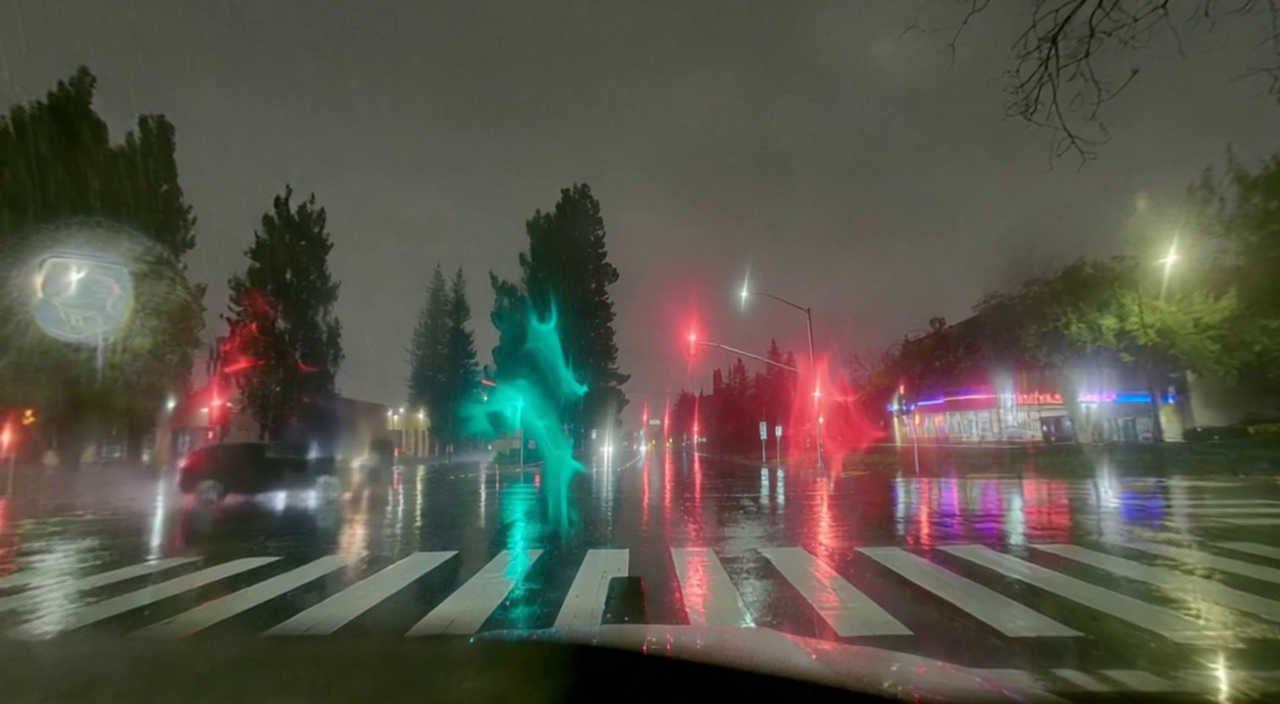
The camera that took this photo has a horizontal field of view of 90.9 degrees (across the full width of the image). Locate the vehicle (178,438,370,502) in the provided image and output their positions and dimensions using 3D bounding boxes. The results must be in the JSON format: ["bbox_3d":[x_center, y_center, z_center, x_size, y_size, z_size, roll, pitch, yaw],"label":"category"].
[{"bbox_3d":[-10.522,3.398,18.603,4.569,1.658,2.153,3,-9,-24],"label":"vehicle"}]
